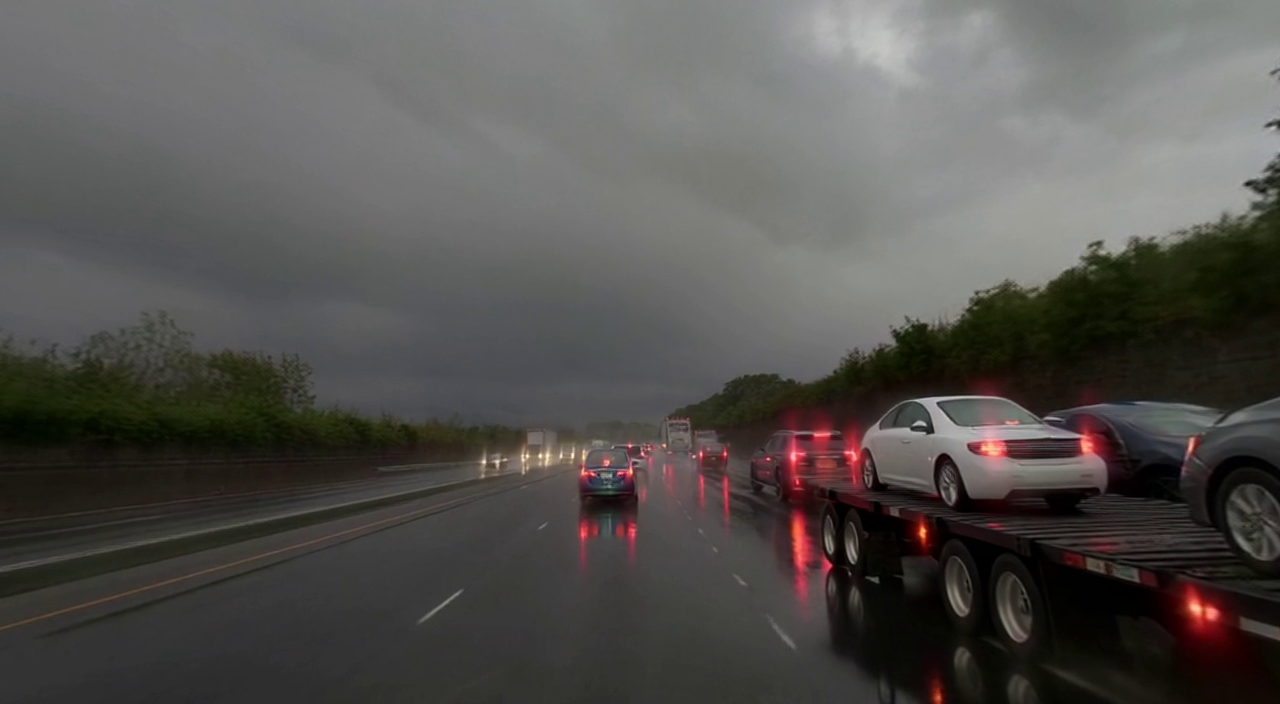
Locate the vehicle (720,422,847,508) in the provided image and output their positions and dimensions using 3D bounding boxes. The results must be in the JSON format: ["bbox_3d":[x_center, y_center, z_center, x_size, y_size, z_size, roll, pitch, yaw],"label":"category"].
[{"bbox_3d":[3.429,2.812,15.991,2.303,1.889,3.920,0,-9,0],"label":"vehicle"}]

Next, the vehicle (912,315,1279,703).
[{"bbox_3d":[3.482,0.911,3.452,1.959,1.783,4.407,0,-9,0],"label":"vehicle"}]

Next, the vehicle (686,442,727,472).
[{"bbox_3d":[3.887,6.210,37.473,1.938,1.660,4.223,0,-9,-1],"label":"vehicle"}]

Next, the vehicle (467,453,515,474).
[{"bbox_3d":[-11.580,8.720,49.375,2.431,1.508,4.935,0,-9,1],"label":"vehicle"}]

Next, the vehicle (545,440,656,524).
[{"bbox_3d":[-0.695,2.627,13.183,1.991,1.466,3.675,0,-9,0],"label":"vehicle"}]
